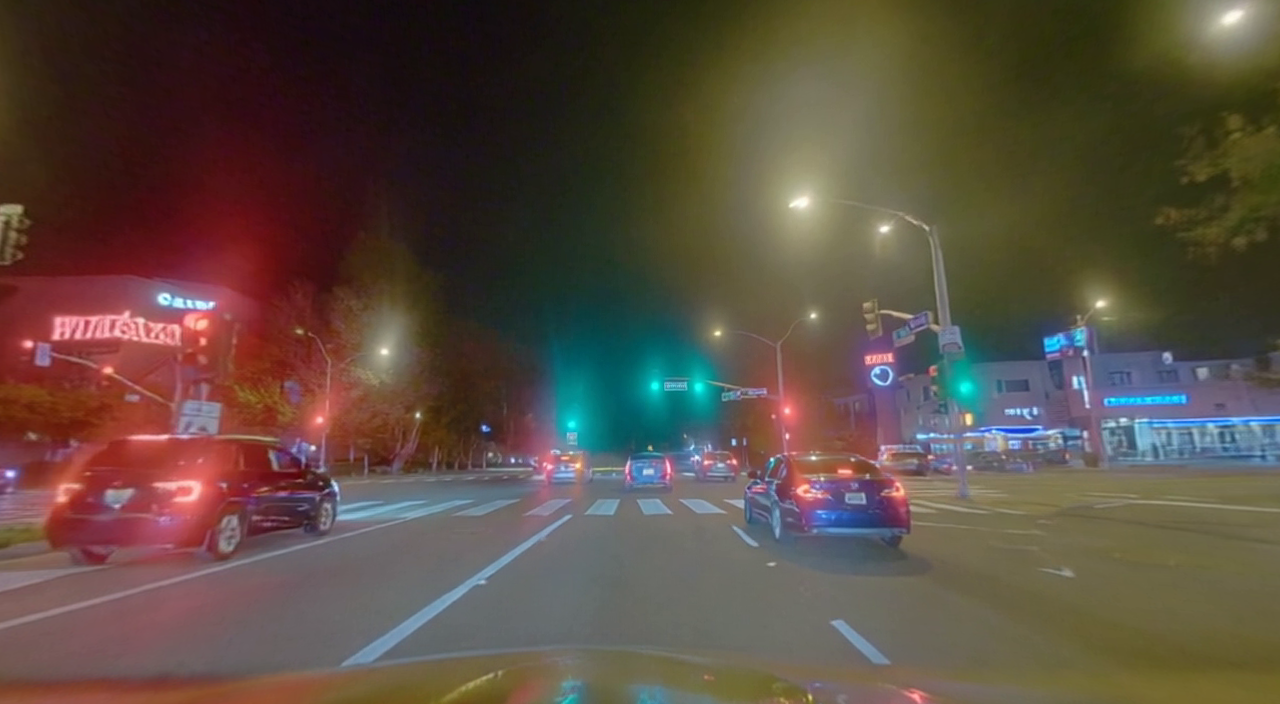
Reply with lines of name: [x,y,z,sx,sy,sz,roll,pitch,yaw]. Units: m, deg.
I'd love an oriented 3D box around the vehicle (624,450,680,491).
vehicle: [0.457,4.711,25.467,2.070,1.460,4.118,0,-8,1]

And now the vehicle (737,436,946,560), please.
vehicle: [2.837,2.132,9.978,1.946,1.513,4.133,0,-8,0]

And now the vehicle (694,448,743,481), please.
vehicle: [3.898,5.656,31.999,1.931,1.552,4.125,0,-8,0]

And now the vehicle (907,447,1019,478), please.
vehicle: [15.799,5.375,30.931,4.481,1.427,1.830,0,-8,-2]

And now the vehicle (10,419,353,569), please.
vehicle: [-6.624,2.055,9.959,2.058,1.804,4.391,0,-8,0]

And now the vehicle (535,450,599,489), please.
vehicle: [-3.063,5.021,27.264,2.040,1.471,4.211,-1,-8,3]
